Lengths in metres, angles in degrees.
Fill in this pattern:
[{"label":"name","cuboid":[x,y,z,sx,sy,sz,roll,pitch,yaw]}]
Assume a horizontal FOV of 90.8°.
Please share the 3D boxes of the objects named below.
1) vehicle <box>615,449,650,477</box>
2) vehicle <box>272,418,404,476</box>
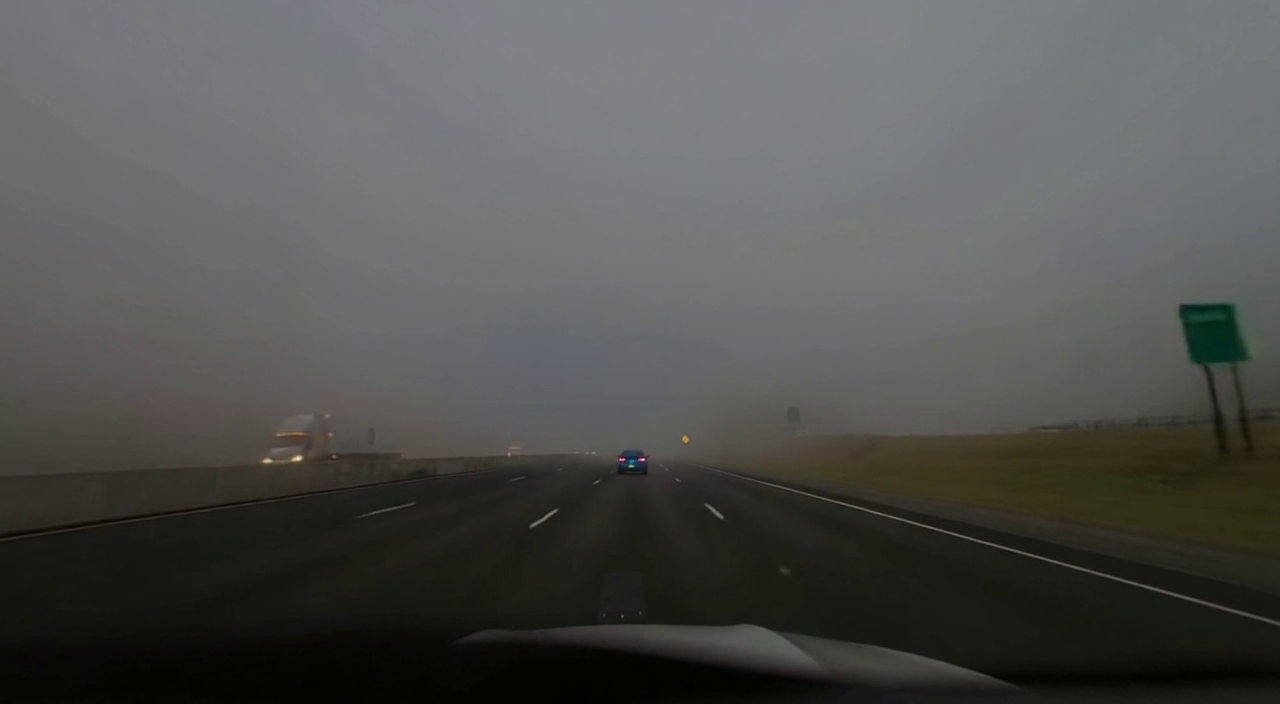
[{"label":"vehicle","cuboid":[-0.375,6.385,36.581,1.908,1.515,3.871,0,-9,1]},{"label":"vehicle","cuboid":[-22.994,7.512,49.680,2.903,3.856,14.989,0,-9,1]}]
